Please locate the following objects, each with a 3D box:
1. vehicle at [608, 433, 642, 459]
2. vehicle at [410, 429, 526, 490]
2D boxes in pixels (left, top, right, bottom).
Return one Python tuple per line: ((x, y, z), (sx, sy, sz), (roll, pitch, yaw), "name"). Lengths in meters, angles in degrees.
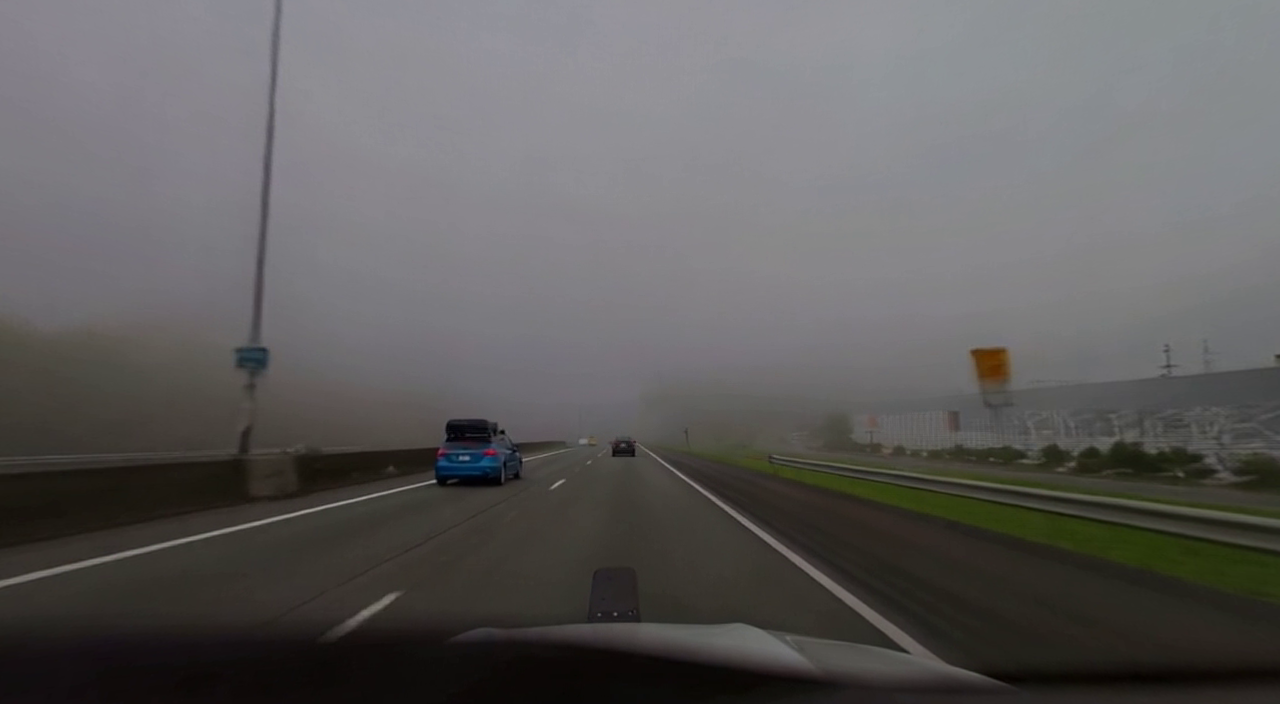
((-0.995, 6.317, 42.542), (2.151, 1.618, 3.898), (0, -8, -1), "vehicle")
((-4.900, 3.124, 18.751), (2.189, 1.580, 4.607), (0, -8, 0), "vehicle")
